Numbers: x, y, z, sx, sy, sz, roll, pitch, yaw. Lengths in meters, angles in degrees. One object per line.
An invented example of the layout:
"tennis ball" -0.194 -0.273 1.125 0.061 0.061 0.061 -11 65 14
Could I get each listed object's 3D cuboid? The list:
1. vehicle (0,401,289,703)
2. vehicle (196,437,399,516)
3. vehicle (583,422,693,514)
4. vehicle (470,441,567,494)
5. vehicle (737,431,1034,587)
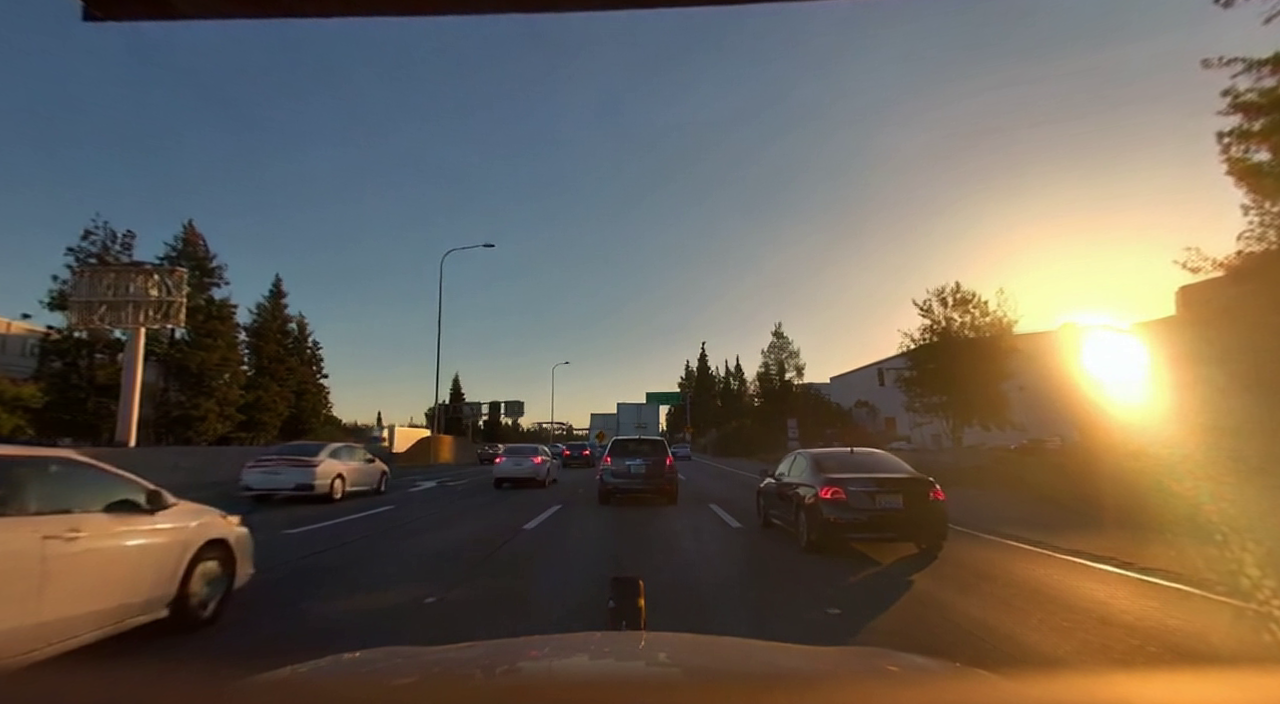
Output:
"vehicle" -3.763 0.992 2.879 1.883 1.500 4.161 0 -9 0
"vehicle" -7.388 2.709 14.293 1.933 1.476 4.652 0 -9 1
"vehicle" -0.035 2.562 14.350 2.152 1.779 3.924 0 -9 0
"vehicle" -3.646 3.571 19.864 2.132 1.464 4.481 0 -9 1
"vehicle" 2.712 1.853 8.368 2.018 1.470 4.491 0 -9 -2
